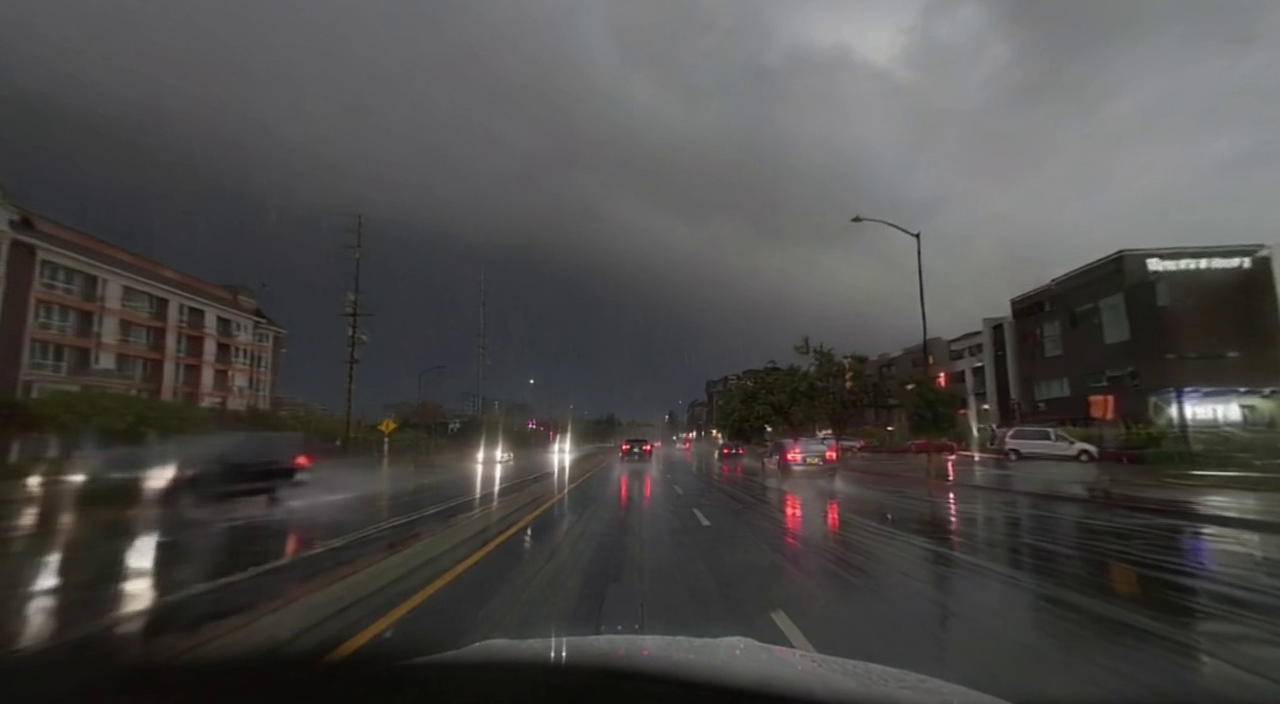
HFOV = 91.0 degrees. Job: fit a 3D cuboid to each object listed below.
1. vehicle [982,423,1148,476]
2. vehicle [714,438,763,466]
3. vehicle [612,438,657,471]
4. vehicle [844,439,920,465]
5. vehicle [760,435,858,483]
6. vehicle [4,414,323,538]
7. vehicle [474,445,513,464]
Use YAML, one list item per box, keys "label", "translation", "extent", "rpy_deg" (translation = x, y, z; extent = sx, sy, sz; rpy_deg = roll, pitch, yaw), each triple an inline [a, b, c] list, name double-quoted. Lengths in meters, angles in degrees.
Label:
- label: "vehicle"
  translation: [17.752, 4.115, 26.493]
  extent: [5.388, 2.082, 2.328]
  rpy_deg: [1, -9, -4]
- label: "vehicle"
  translation: [5.774, 5.969, 37.546]
  extent: [2.154, 1.554, 4.149]
  rpy_deg: [0, -9, -2]
- label: "vehicle"
  translation: [-0.282, 5.139, 31.814]
  extent: [2.106, 1.553, 3.964]
  rpy_deg: [0, -9, -1]
- label: "vehicle"
  translation: [16.738, 6.897, 43.719]
  extent: [2.194, 1.666, 4.576]
  rpy_deg: [4, -9, -26]
- label: "vehicle"
  translation: [5.994, 3.865, 23.033]
  extent: [2.121, 1.557, 4.898]
  rpy_deg: [0, -9, -1]
- label: "vehicle"
  translation: [-8.593, 2.277, 12.207]
  extent: [2.357, 1.894, 4.864]
  rpy_deg: [0, -9, 0]
- label: "vehicle"
  translation: [-11.575, 8.117, 49.948]
  extent: [1.897, 1.466, 4.566]
  rpy_deg: [0, -9, 1]
